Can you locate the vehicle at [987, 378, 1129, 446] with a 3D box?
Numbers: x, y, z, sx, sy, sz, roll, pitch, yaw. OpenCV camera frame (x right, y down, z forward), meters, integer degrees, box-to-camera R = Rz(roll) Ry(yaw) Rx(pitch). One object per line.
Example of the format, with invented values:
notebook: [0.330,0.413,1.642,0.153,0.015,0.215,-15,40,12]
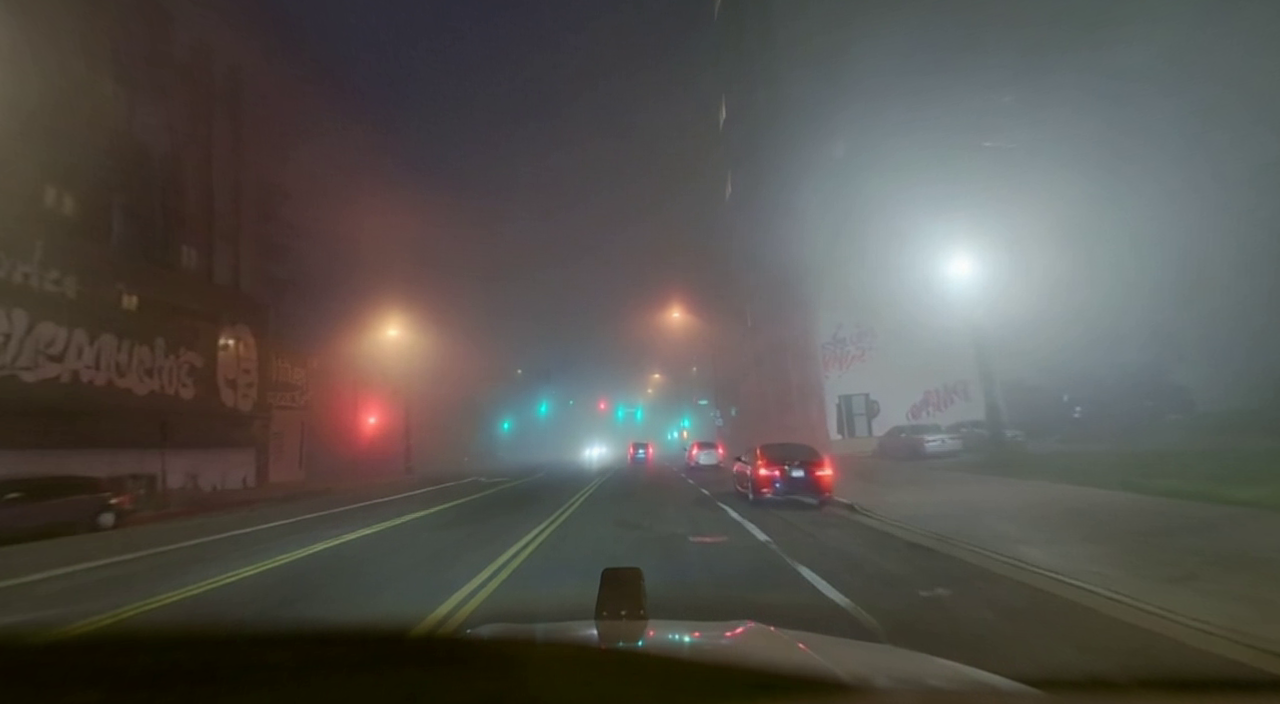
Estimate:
vehicle: [15.560,2.396,23.789,1.969,2.282,4.731,0,-9,-1]

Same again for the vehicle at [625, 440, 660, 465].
vehicle: [0.152,6.485,40.743,2.153,1.505,4.452,0,-9,0]

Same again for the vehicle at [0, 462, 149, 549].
vehicle: [-15.294,3.792,15.154,2.048,1.814,5.998,-8,-9,1]

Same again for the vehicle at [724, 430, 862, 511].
vehicle: [3.250,2.626,14.320,2.062,1.535,4.206,0,-9,0]

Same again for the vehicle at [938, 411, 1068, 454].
vehicle: [13.260,3.048,23.359,1.819,1.450,4.707,0,-9,-3]

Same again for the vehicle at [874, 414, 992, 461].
vehicle: [10.866,3.271,23.791,1.956,1.514,4.862,-1,-9,-2]

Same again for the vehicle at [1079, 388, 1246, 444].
vehicle: [18.160,2.359,22.175,2.002,1.731,4.413,0,-9,-1]

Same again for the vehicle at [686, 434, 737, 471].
vehicle: [3.519,5.059,31.662,1.938,1.714,4.402,0,-9,-1]
